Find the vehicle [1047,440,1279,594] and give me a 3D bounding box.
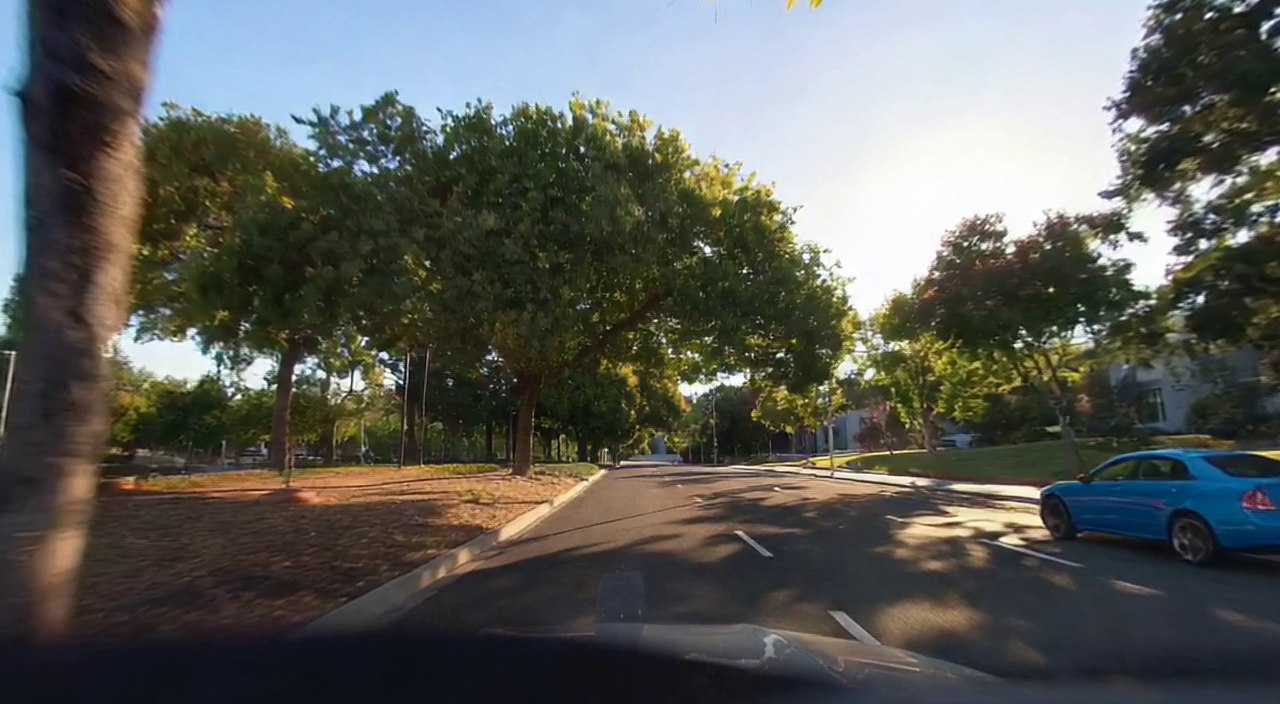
[{"bbox_3d":[7.250,1.910,8.029,1.797,1.518,3.433,0,-9,-1],"label":"vehicle"}]
